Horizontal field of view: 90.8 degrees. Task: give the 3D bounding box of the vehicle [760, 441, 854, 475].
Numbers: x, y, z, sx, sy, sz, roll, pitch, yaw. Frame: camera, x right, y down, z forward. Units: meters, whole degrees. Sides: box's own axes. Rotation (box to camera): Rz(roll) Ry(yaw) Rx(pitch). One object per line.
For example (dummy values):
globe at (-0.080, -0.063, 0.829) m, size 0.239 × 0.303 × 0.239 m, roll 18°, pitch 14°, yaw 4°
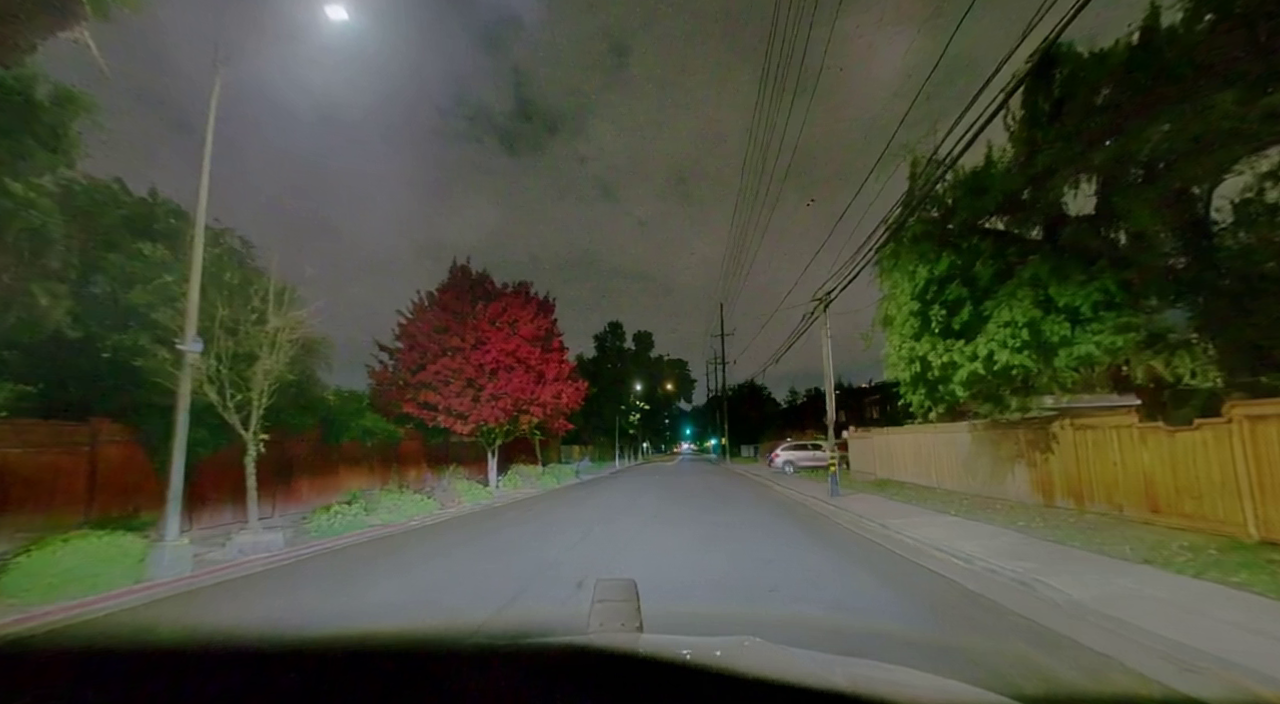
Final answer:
vehicle at (9.352, 5.971, 35.761) m, size 4.806 × 1.851 × 2.050 m, roll -1°, pitch -9°, yaw 5°
